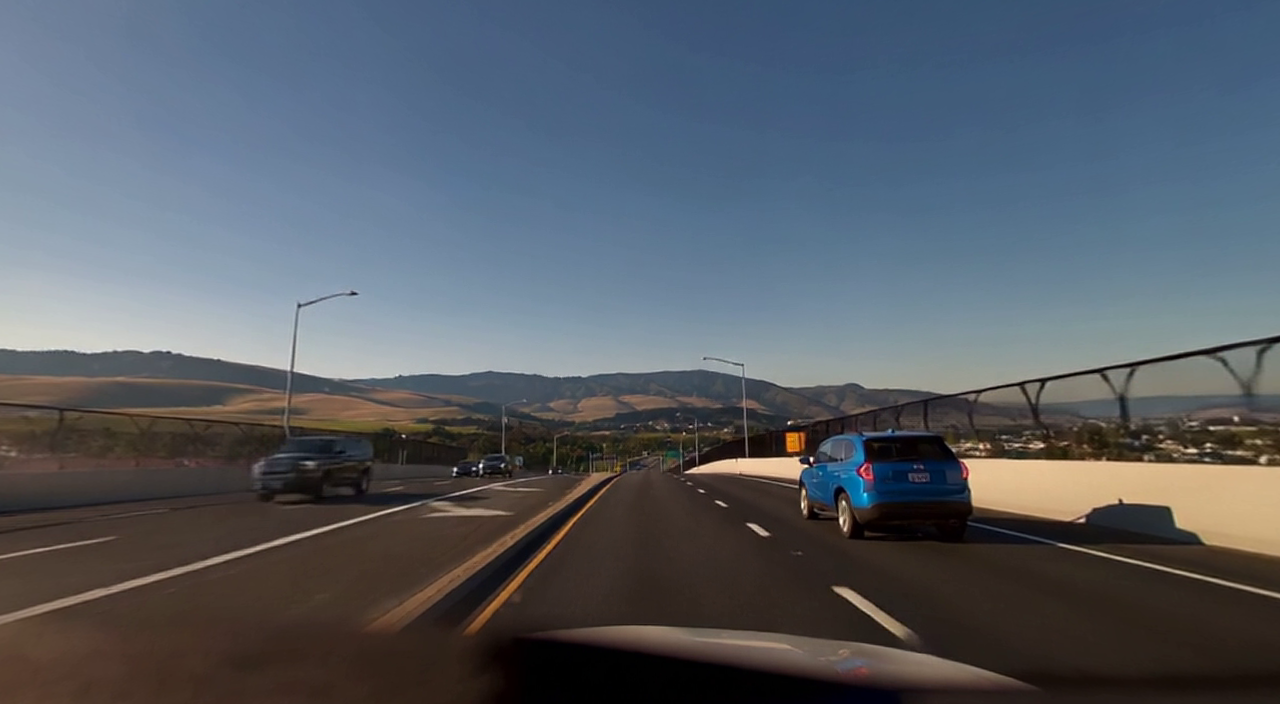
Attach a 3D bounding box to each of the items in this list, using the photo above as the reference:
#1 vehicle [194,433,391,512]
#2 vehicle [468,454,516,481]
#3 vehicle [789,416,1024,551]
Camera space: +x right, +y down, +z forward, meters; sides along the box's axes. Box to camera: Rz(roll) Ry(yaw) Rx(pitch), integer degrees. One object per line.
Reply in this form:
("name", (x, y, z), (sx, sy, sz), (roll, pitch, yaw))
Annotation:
("vehicle", (-10.364, 3.618, 19.667), (2.597, 2.034, 6.006), (-1, -8, 1))
("vehicle", (-10.403, 8.129, 44.695), (2.144, 1.762, 4.604), (-1, -8, 1))
("vehicle", (3.994, 2.034, 10.444), (1.989, 1.730, 4.324), (-1, -8, 1))
